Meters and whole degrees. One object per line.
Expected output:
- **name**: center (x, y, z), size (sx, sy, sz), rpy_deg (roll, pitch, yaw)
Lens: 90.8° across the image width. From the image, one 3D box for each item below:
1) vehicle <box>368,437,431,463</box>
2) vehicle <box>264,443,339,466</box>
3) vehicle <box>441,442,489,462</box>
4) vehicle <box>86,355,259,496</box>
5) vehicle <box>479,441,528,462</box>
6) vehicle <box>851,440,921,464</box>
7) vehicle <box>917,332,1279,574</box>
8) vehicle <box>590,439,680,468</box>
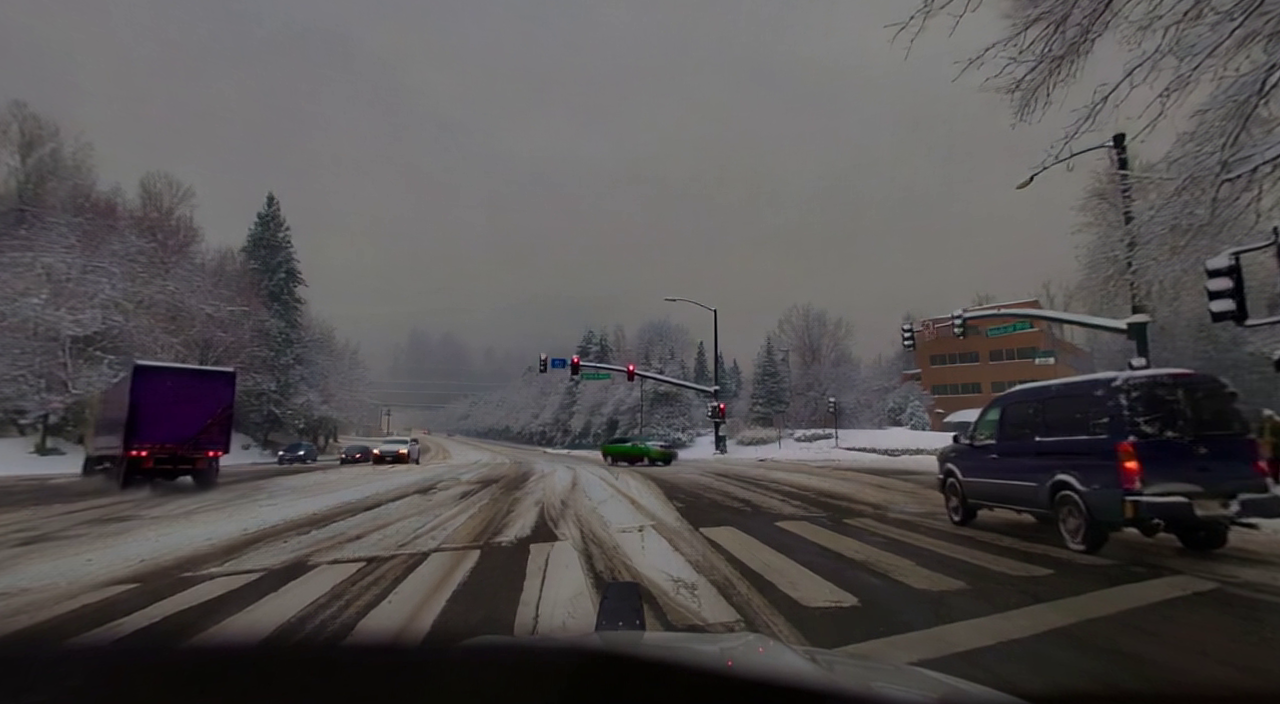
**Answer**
- **vehicle**: center (-17.385, 7.144, 45.992), size (2.189, 1.753, 4.785), rpy_deg (-1, -9, 8)
- **vehicle**: center (-21.835, 6.638, 41.005), size (1.859, 1.415, 4.591), rpy_deg (-1, -9, 8)
- **vehicle**: center (-13.184, 7.588, 47.853), size (1.845, 1.426, 4.289), rpy_deg (-1, -9, 8)
- **vehicle**: center (-13.592, 2.223, 18.126), size (3.112, 3.230, 6.726), rpy_deg (8, -12, -41)
- **vehicle**: center (-10.150, 7.465, 47.400), size (2.097, 1.484, 4.596), rpy_deg (-1, -9, 7)
- **vehicle**: center (16.993, 6.893, 43.627), size (4.524, 1.560, 2.052), rpy_deg (5, -10, -29)
- **vehicle**: center (6.546, 1.425, 9.288), size (2.332, 2.511, 5.326), rpy_deg (0, -9, -2)
- **vehicle**: center (-0.339, 5.530, 34.612), size (4.846, 1.487, 2.086), rpy_deg (-8, -12, 42)
